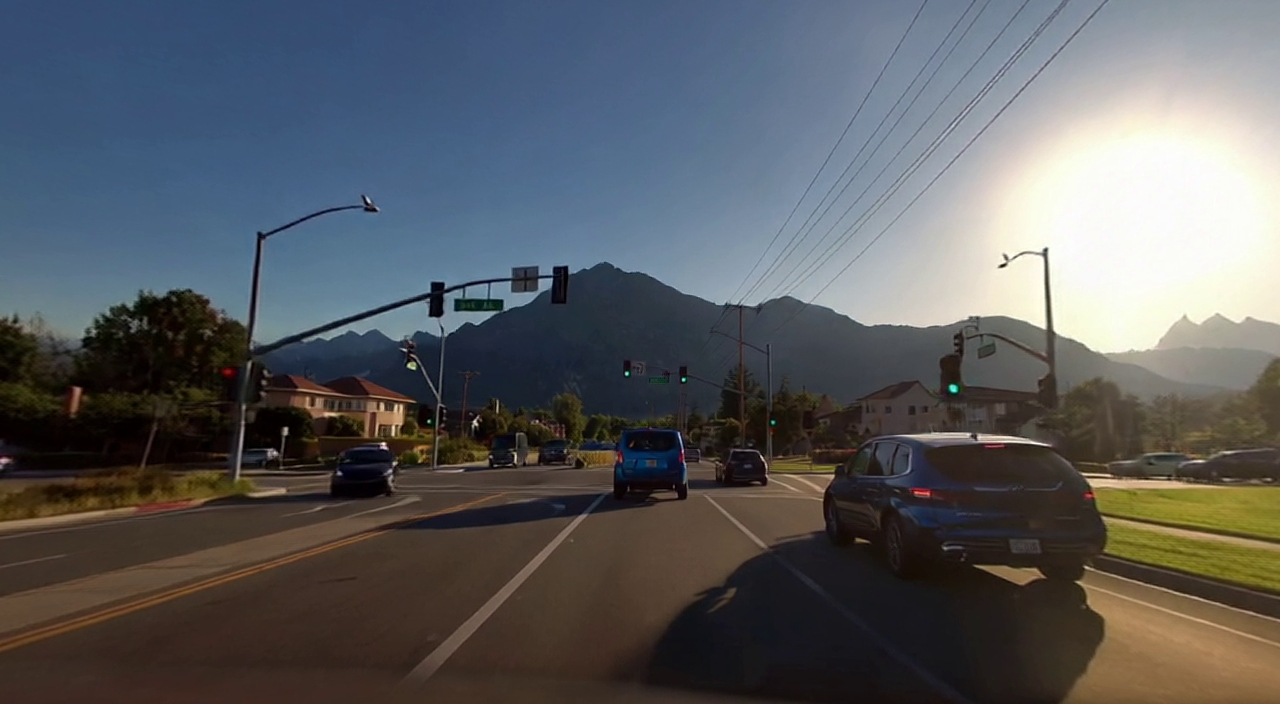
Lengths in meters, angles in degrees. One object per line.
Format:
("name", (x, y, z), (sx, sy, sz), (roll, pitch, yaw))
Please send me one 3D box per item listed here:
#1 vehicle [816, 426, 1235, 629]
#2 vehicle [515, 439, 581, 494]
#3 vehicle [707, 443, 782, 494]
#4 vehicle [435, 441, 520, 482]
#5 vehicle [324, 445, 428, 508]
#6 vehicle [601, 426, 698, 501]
("vehicle", (3.879, 1.814, 7.680), (2.155, 1.658, 4.721), (0, -8, 1))
("vehicle", (-3.317, 4.008, 22.485), (2.059, 1.749, 4.458), (1, -9, -10))
("vehicle", (3.685, 4.175, 22.968), (1.957, 1.646, 4.355), (0, -8, 0))
("vehicle", (-7.985, 5.281, 30.737), (1.999, 1.864, 4.530), (8, -11, -42))
("vehicle", (-7.477, 3.495, 18.328), (2.005, 1.533, 4.644), (2, -9, -13))
("vehicle", (0.281, 3.419, 19.802), (2.636, 2.011, 5.130), (0, -8, 1))
